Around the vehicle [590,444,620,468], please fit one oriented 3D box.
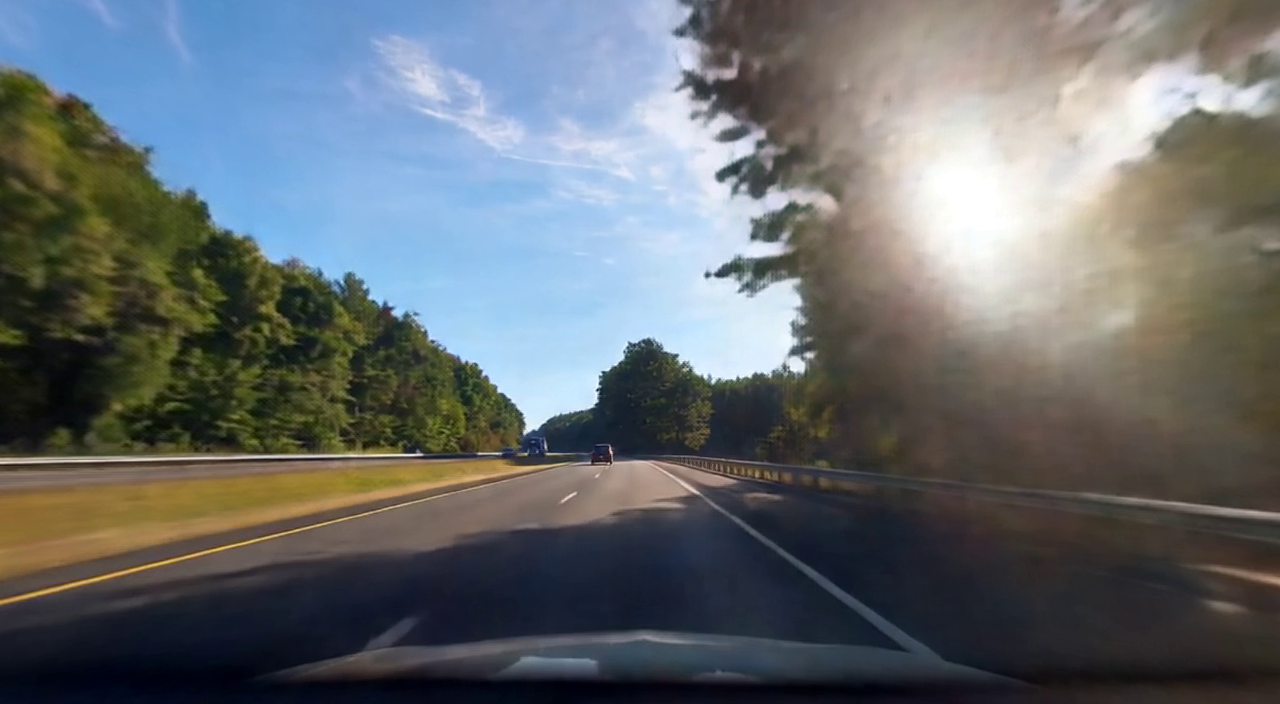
[{"bbox_3d":[-2.669,8.143,49.485,2.135,1.755,4.476,0,-9,0],"label":"vehicle"}]
